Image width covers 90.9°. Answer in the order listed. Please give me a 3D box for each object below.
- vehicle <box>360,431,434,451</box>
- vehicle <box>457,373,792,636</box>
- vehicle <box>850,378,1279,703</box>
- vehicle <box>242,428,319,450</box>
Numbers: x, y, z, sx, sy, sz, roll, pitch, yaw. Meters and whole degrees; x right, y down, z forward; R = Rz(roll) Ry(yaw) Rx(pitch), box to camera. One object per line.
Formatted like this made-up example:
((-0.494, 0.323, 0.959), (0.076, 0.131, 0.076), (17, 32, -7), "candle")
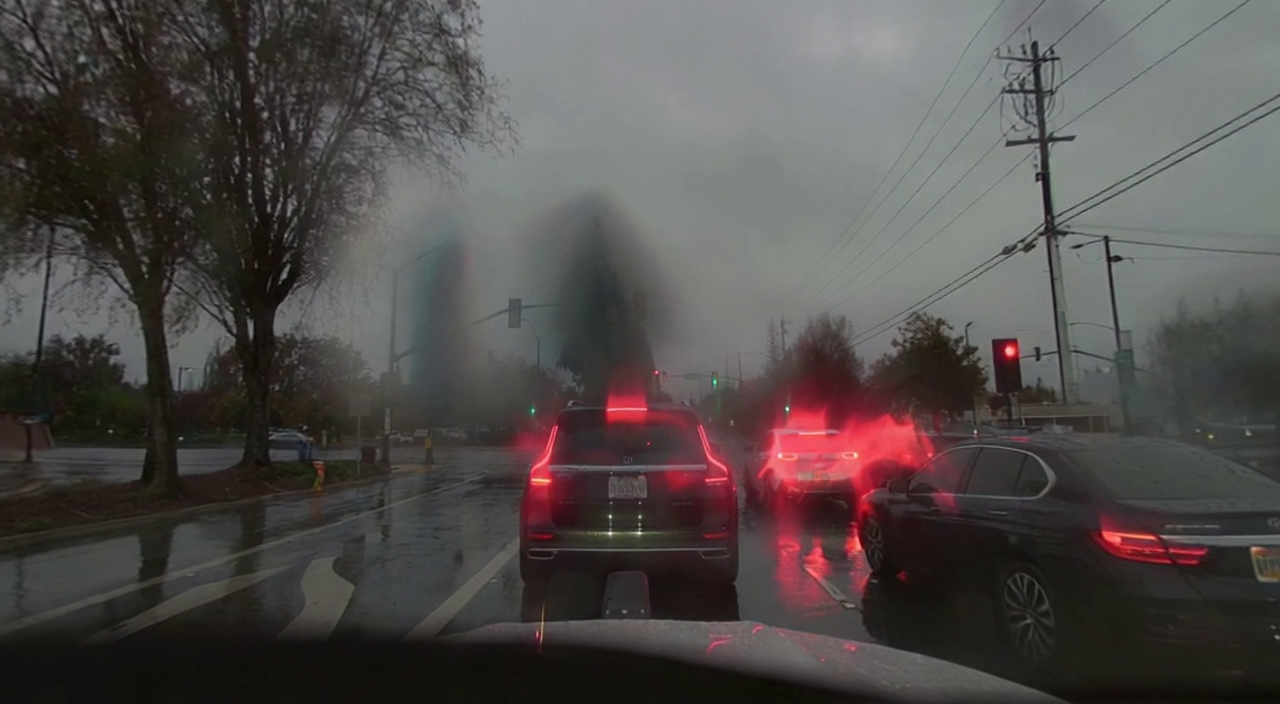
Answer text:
((-17.790, 6.551, 46.348), (4.607, 1.478, 1.995), (0, -8, 0), "vehicle")
((-0.149, 1.359, 6.608), (2.271, 1.786, 4.443), (0, -8, -1), "vehicle")
((3.548, 1.296, 5.555), (1.948, 1.677, 4.437), (0, -8, 1), "vehicle")
((-26.877, 6.520, 47.187), (4.587, 1.639, 1.878), (0, -8, 0), "vehicle")
